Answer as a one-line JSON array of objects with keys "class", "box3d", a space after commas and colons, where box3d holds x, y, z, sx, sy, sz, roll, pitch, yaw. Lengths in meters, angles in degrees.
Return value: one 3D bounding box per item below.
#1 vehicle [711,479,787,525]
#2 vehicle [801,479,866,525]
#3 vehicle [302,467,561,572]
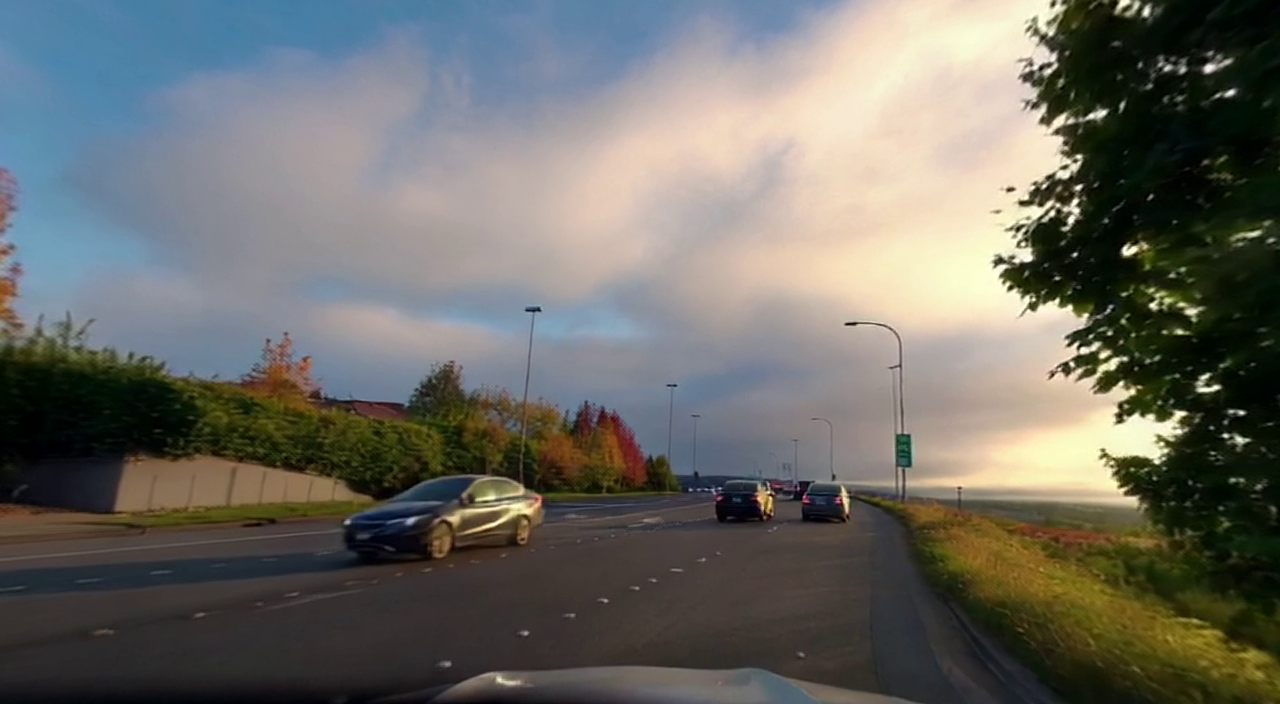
[{"class": "vehicle", "box3d": [4.281, 5.667, 24.206, 2.030, 1.441, 4.806, -3, -11, 20]}, {"class": "vehicle", "box3d": [7.504, 5.662, 24.162, 2.129, 1.471, 4.258, -3, -11, 20]}, {"class": "vehicle", "box3d": [-3.596, 2.996, 12.035, 2.107, 1.502, 4.705, -3, -11, 21]}]
